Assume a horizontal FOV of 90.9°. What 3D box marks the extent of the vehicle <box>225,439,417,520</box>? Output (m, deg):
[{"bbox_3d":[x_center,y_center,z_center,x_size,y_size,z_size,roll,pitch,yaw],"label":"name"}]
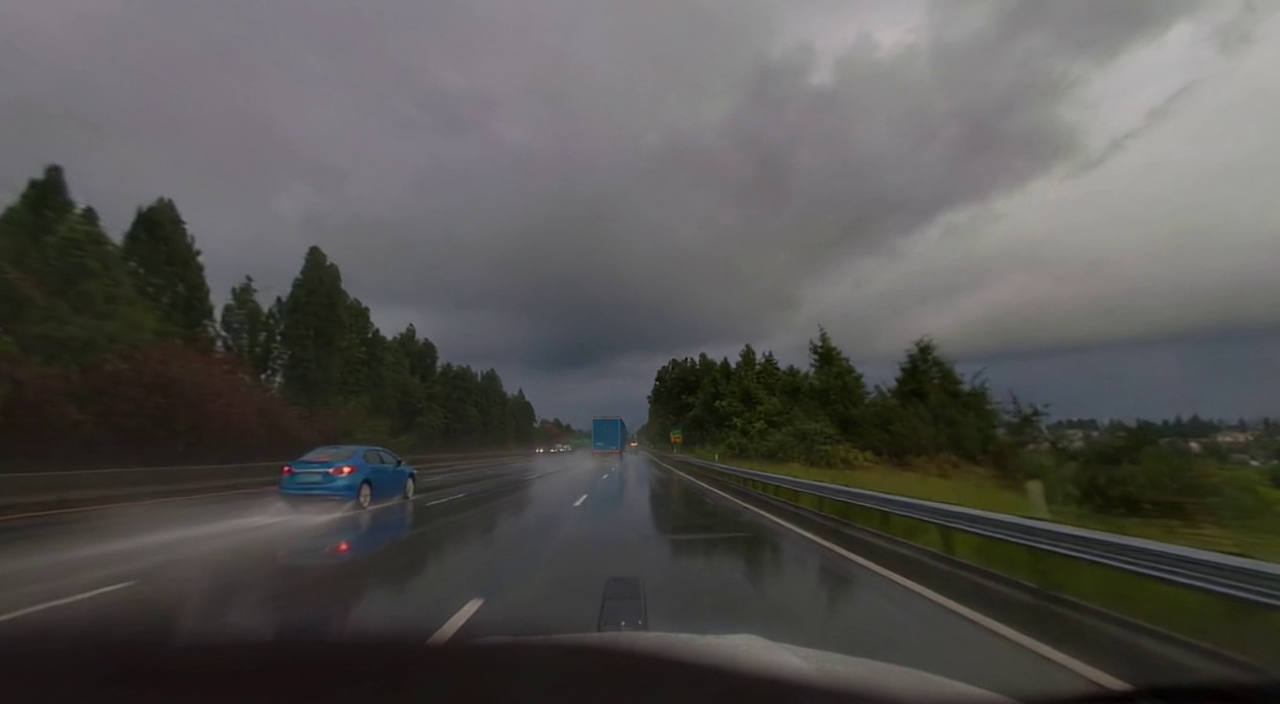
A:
[{"bbox_3d":[-6.876,2.780,14.279,1.938,1.507,4.557,0,-9,0],"label":"vehicle"}]
